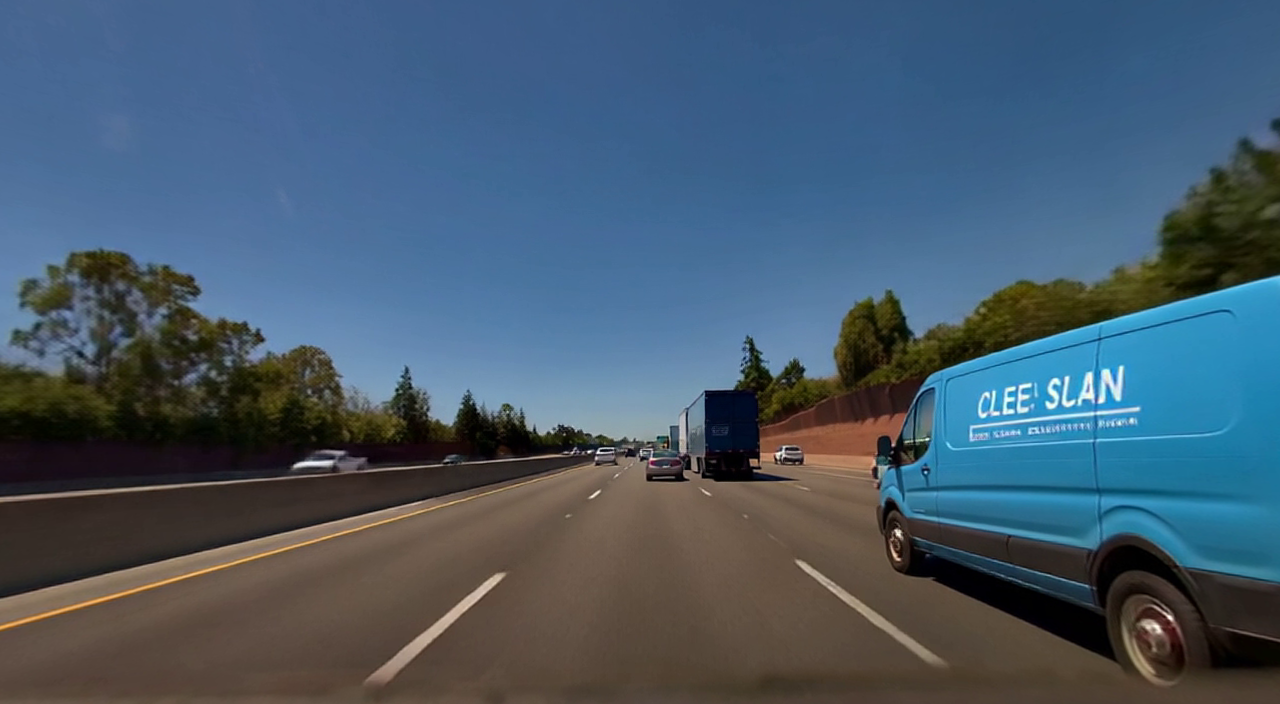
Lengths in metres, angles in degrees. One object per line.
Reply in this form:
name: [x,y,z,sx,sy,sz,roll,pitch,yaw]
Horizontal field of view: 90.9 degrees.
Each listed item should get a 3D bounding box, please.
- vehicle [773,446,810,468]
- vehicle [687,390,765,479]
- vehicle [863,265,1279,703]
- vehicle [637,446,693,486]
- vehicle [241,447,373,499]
vehicle: [11.329,7.850,47.394,1.870,1.525,3.680,0,-9,0]
vehicle: [4.469,4.776,35.598,2.821,4.077,12.562,0,-9,1]
vehicle: [3.709,0.924,4.058,2.441,2.017,5.739,0,-9,0]
vehicle: [0.936,4.567,25.645,2.063,1.469,4.208,0,-9,0]
vehicle: [-12.001,4.369,23.215,2.115,1.685,4.831,0,-9,1]
